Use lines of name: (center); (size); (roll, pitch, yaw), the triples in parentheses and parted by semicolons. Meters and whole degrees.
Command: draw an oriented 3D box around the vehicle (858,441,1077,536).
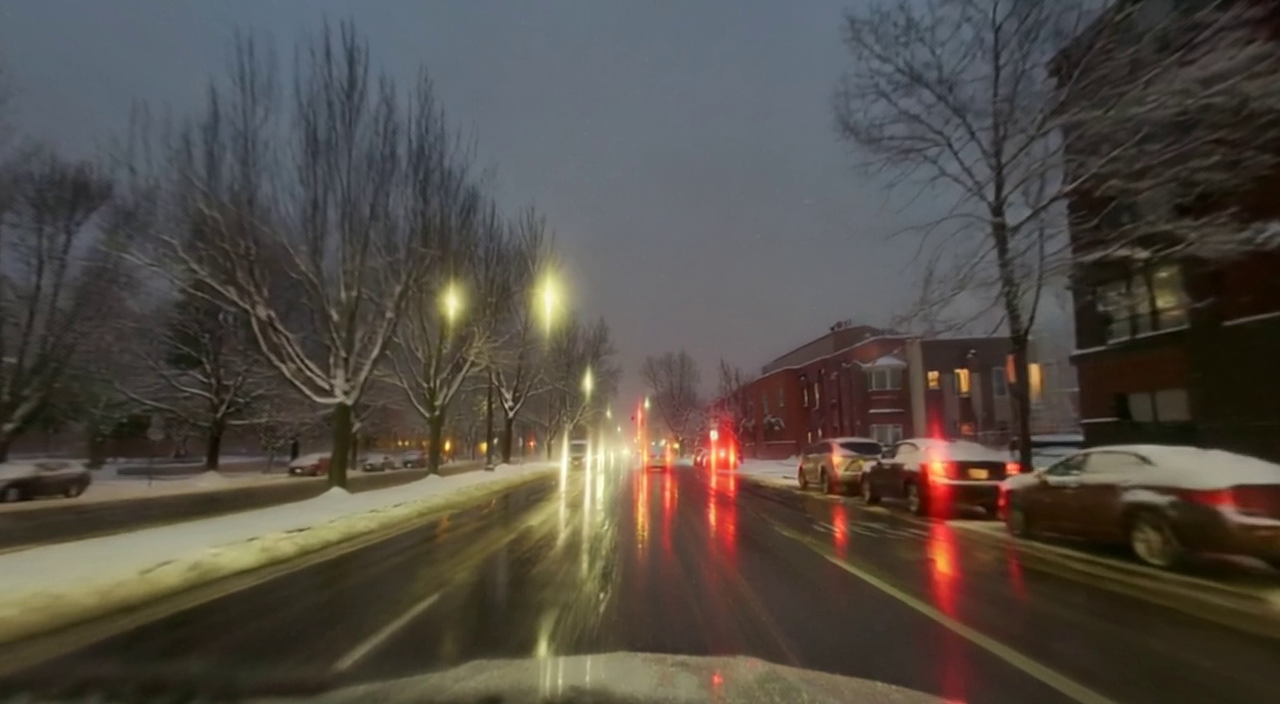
vehicle: (7.108, 2.969, 14.522); (2.320, 1.764, 4.731); (0, -8, -3)

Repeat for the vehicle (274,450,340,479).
vehicle: (-22.425, 7.562, 42.803); (1.996, 1.767, 4.613); (0, -8, -1)

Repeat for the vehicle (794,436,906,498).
vehicle: (6.917, 3.813, 21.399); (2.216, 1.847, 4.321); (0, -8, -1)

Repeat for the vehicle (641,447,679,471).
vehicle: (1.336, 7.396, 43.920); (2.201, 1.589, 3.843); (0, -8, -4)

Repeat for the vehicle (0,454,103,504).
vehicle: (-21.713, 4.366, 21.981); (1.999, 1.562, 4.803); (0, -8, -3)

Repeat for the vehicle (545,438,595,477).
vehicle: (-3.819, 5.839, 35.205); (2.223, 1.957, 4.845); (0, -8, 0)

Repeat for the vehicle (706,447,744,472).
vehicle: (6.188, 7.864, 46.462); (2.164, 1.727, 3.955); (0, -8, -1)

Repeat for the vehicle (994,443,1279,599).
vehicle: (7.042, 1.970, 8.354); (2.269, 1.506, 4.152); (0, -8, 0)
